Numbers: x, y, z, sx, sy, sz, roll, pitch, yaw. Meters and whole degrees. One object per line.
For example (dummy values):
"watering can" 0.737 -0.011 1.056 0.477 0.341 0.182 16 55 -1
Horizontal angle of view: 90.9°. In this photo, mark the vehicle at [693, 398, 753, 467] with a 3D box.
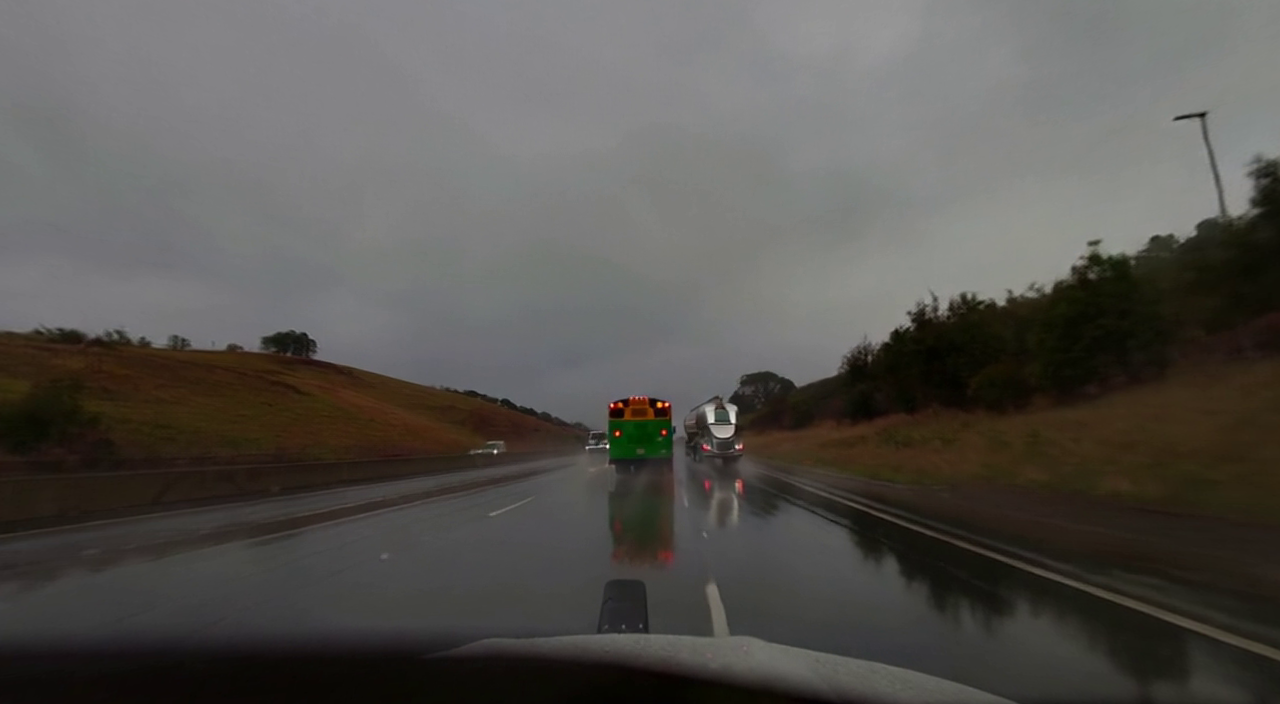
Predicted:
"vehicle" 4.812 4.877 37.718 2.716 3.705 7.018 0 -8 1

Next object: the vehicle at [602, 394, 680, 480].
"vehicle" 0.262 3.988 29.416 2.948 3.265 10.569 0 -8 3

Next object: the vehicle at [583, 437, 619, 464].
"vehicle" -2.765 7.130 45.976 2.179 1.846 4.335 0 -8 3
